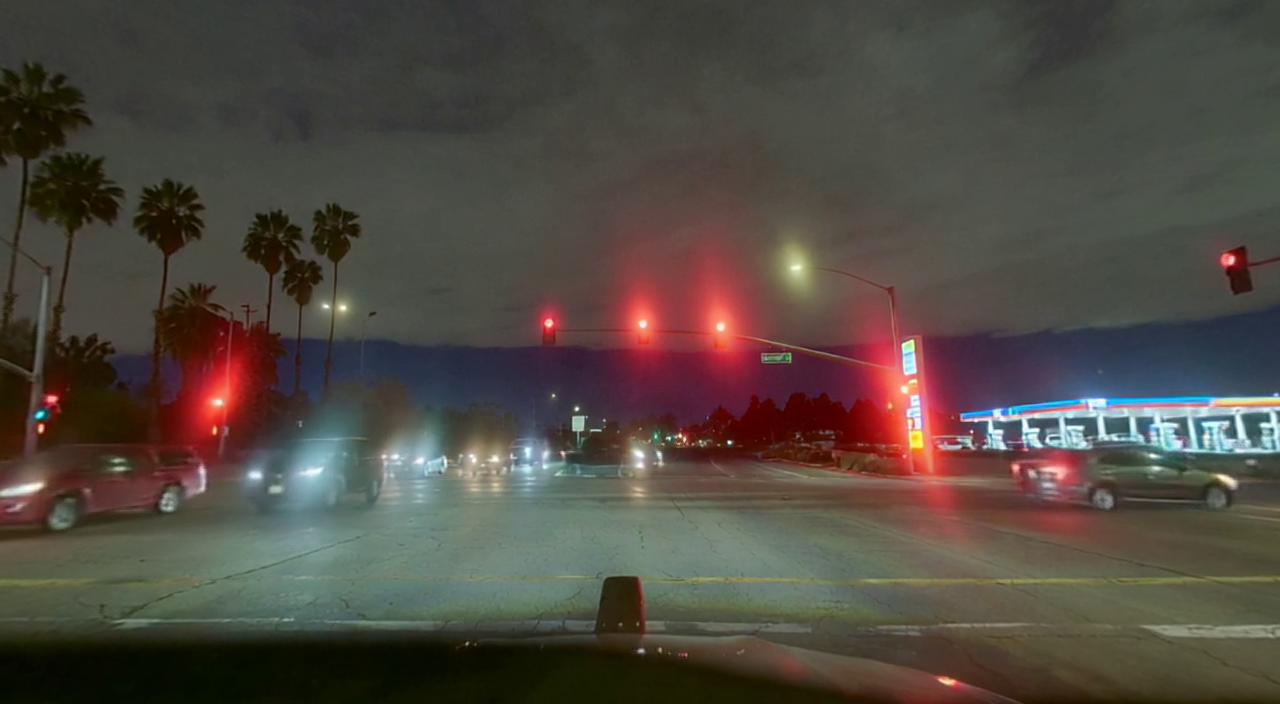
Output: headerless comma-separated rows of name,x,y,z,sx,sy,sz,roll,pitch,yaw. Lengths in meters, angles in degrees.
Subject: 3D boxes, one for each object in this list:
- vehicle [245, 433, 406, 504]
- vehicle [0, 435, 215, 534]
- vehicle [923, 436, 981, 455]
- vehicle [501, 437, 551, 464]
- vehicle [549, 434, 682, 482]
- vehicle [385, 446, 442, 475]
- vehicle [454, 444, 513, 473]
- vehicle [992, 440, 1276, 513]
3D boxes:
vehicle,-8.440,3.151,17.557,2.124,1.701,4.551,0,-9,0
vehicle,-11.802,2.694,13.533,1.973,1.712,4.872,0,-9,0
vehicle,22.542,6.765,45.661,3.356,1.395,1.559,0,-9,-1
vehicle,-8.641,7.569,48.581,2.609,1.865,5.875,0,-9,1
vehicle,-1.005,4.095,24.657,4.892,1.719,1.929,-5,-10,31
vehicle,-11.944,5.734,33.530,1.633,1.460,3.540,0,-9,0
vehicle,-8.733,5.981,35.686,2.034,1.510,4.647,0,-9,1
vehicle,10.833,2.743,14.236,4.579,1.464,1.983,-1,-9,6
